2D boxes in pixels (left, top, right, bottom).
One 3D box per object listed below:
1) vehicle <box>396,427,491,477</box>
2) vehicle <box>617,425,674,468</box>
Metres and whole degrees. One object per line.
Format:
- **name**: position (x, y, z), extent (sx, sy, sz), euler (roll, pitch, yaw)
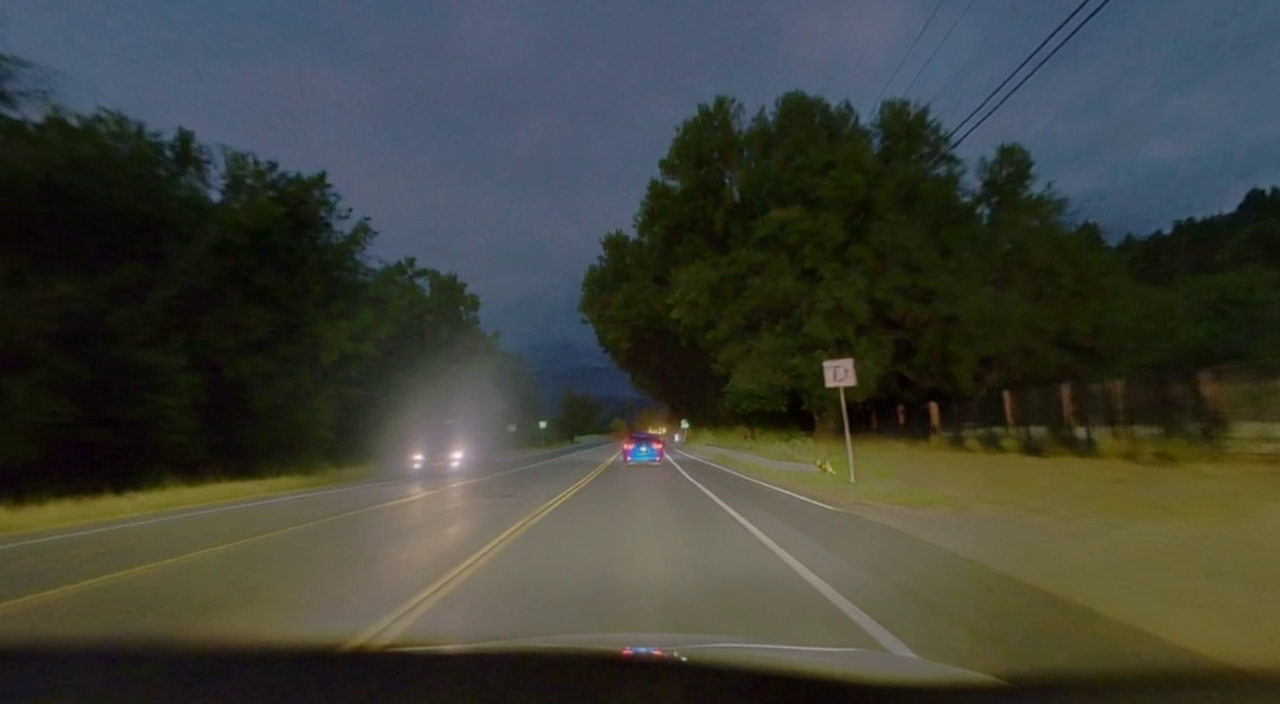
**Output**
- **vehicle**: position (-7.266, 3.745, 23.856), extent (2.185, 1.713, 4.365), euler (0, -8, 0)
- **vehicle**: position (0.214, 4.108, 27.571), extent (2.294, 1.708, 4.110), euler (0, -8, 0)
